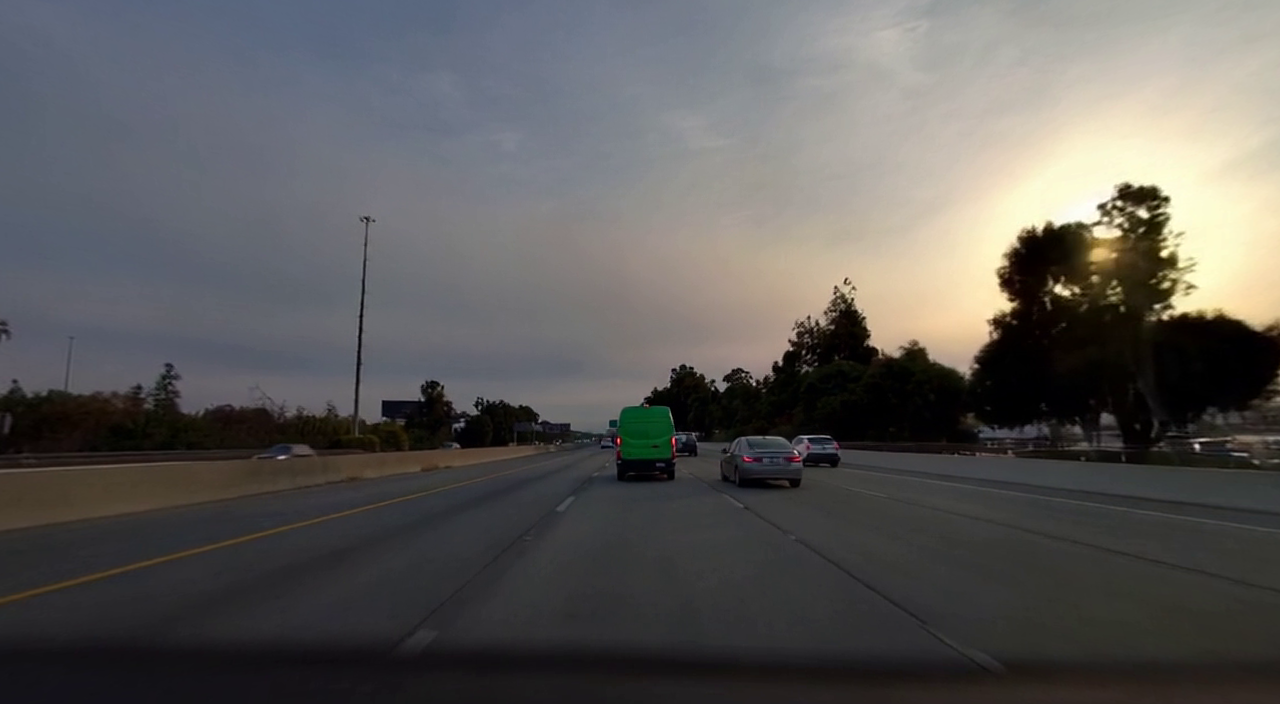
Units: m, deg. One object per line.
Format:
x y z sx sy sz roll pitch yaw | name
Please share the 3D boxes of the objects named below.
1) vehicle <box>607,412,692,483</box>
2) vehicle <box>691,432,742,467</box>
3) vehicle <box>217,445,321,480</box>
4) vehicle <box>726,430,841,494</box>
0.208 3.253 21.535 2.546 2.087 5.404 0 -8 -2 | vehicle
3.937 5.102 32.989 2.019 1.662 3.977 0 -8 -2 | vehicle
-17.095 5.095 29.212 2.068 1.479 4.511 0 -8 0 | vehicle
3.679 2.894 16.883 2.099 1.510 3.784 0 -8 -1 | vehicle
